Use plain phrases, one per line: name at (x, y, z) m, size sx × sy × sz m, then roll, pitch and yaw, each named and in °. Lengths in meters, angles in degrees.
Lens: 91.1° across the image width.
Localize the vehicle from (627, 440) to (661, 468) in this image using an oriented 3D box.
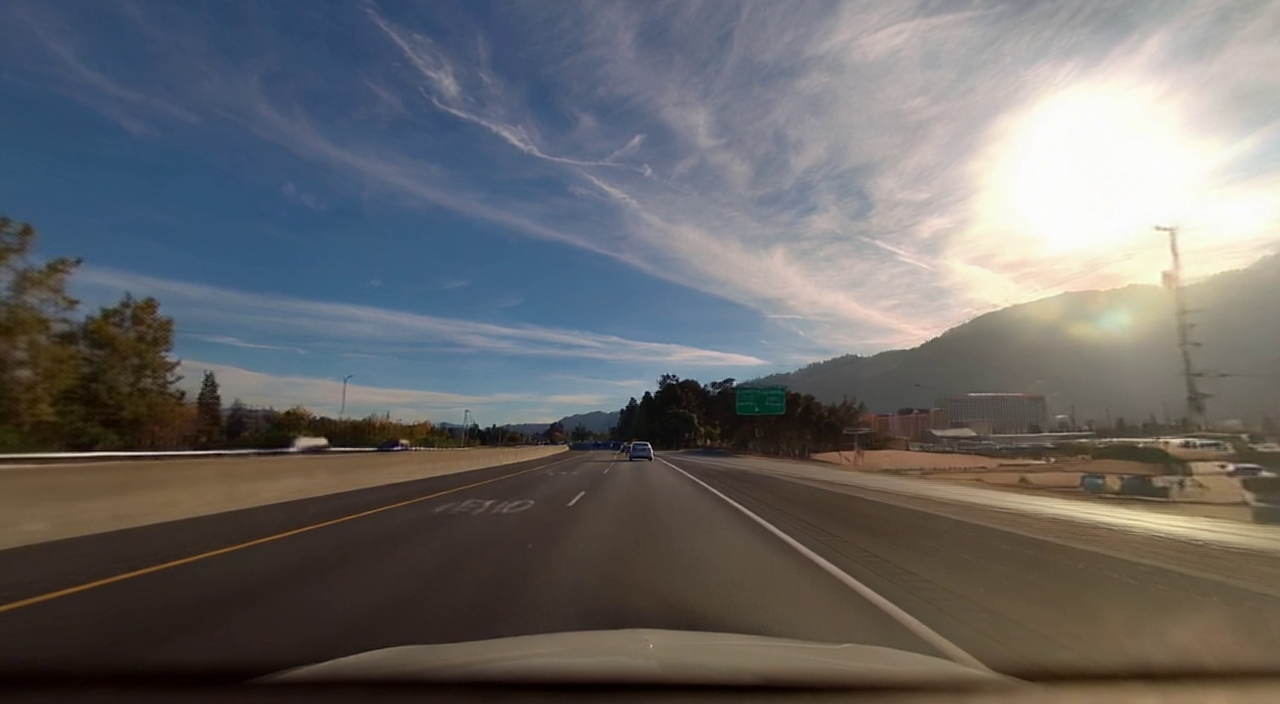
vehicle at (0.221, 6.594, 40.696) m, size 2.029 × 1.666 × 4.064 m, roll 0°, pitch -8°, yaw -2°

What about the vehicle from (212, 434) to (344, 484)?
vehicle at (-13.535, 4.007, 23.891) m, size 2.175 × 1.683 × 4.737 m, roll 0°, pitch -8°, yaw 0°

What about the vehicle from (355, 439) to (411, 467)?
vehicle at (-18.336, 7.202, 45.104) m, size 2.038 × 1.858 × 4.819 m, roll 0°, pitch -8°, yaw -1°
